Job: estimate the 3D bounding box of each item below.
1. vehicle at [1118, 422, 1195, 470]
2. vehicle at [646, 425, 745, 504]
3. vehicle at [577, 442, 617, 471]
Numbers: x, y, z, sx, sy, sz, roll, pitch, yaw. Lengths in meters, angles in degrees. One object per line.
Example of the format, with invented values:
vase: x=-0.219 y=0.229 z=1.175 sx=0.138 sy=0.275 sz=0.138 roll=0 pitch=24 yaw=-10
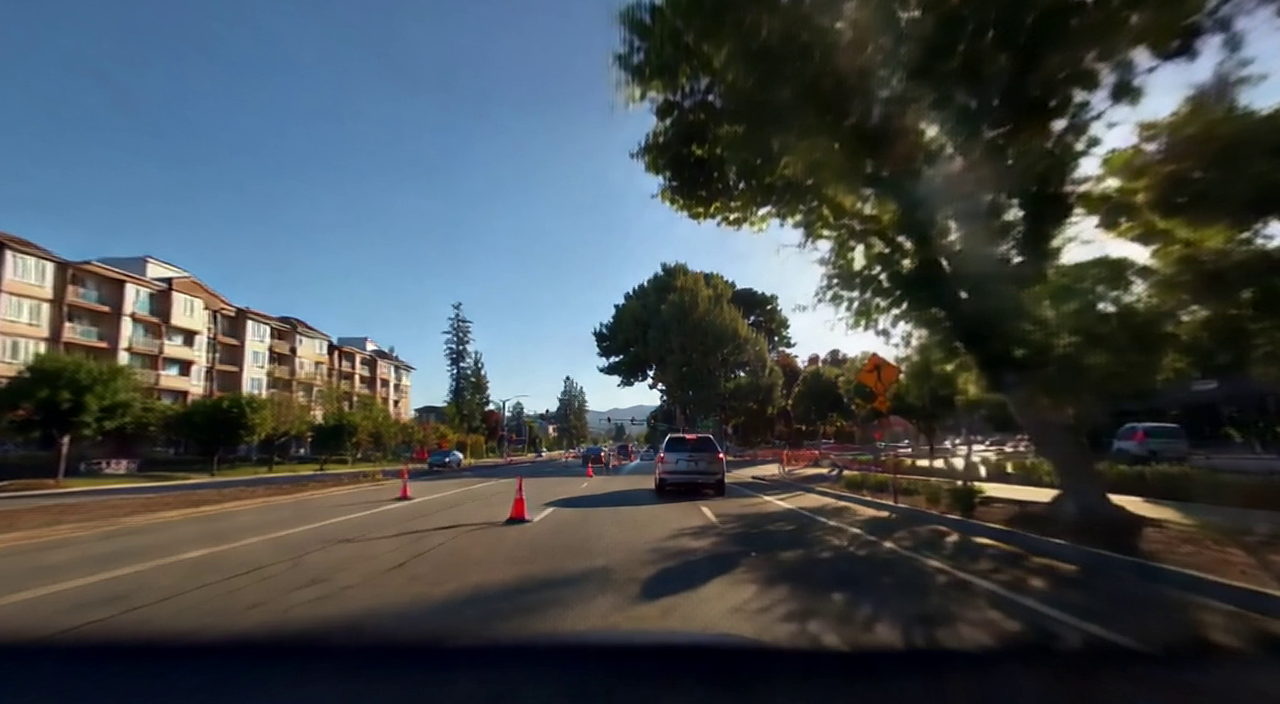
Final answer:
vehicle: x=20.066 y=3.645 z=24.471 sx=1.926 sy=1.680 sz=4.410 roll=-8 pitch=-11 yaw=42
vehicle: x=1.326 y=2.976 z=17.145 sx=2.197 sy=1.835 sz=4.316 roll=0 pitch=-8 yaw=-1
vehicle: x=-2.572 y=6.416 z=38.923 sx=2.121 sy=1.654 sz=3.993 roll=0 pitch=-8 yaw=1
